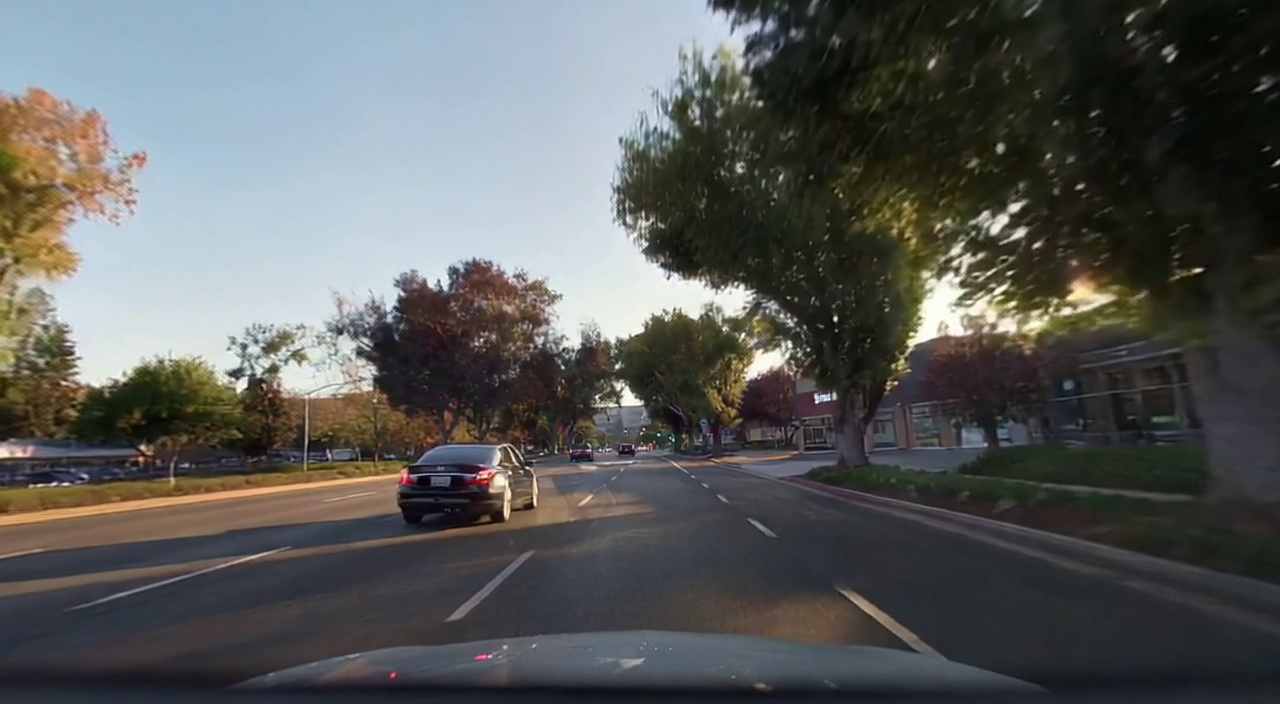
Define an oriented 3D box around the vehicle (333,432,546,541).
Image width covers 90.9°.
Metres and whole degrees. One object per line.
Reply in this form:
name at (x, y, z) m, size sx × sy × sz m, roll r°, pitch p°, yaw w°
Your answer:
vehicle at (-3.098, 2.180, 10.940) m, size 2.152 × 1.479 × 4.394 m, roll 0°, pitch -8°, yaw 2°
